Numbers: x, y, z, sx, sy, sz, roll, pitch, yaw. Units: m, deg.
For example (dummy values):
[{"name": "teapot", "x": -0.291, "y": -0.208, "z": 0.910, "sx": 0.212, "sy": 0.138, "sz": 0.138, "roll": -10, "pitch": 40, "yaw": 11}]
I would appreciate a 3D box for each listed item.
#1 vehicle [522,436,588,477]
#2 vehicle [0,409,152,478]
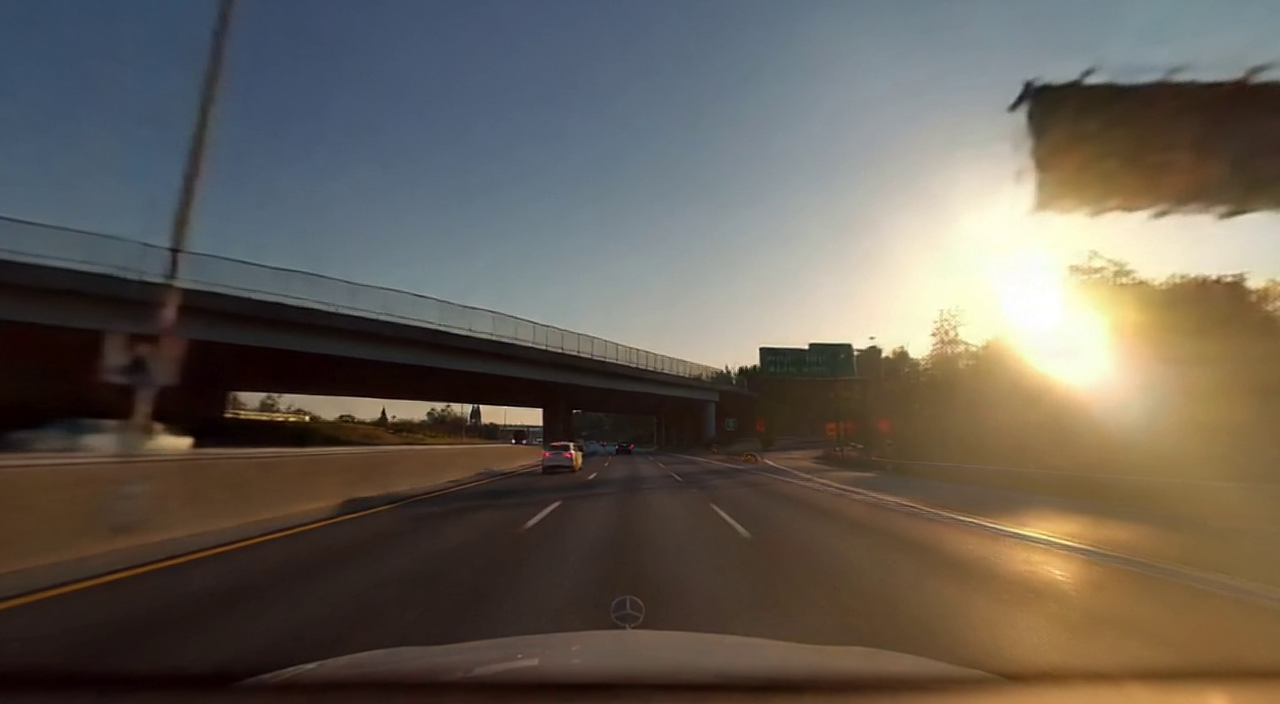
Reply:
[{"name": "vehicle", "x": -3.585, "y": 4.540, "z": 27.551, "sx": 2.160, "sy": 1.608, "sz": 5.012, "roll": 0, "pitch": -8, "yaw": 0}, {"name": "vehicle", "x": -15.976, "y": 2.469, "z": 17.050, "sx": 1.901, "sy": 1.628, "sz": 4.389, "roll": 0, "pitch": -8, "yaw": 1}]
